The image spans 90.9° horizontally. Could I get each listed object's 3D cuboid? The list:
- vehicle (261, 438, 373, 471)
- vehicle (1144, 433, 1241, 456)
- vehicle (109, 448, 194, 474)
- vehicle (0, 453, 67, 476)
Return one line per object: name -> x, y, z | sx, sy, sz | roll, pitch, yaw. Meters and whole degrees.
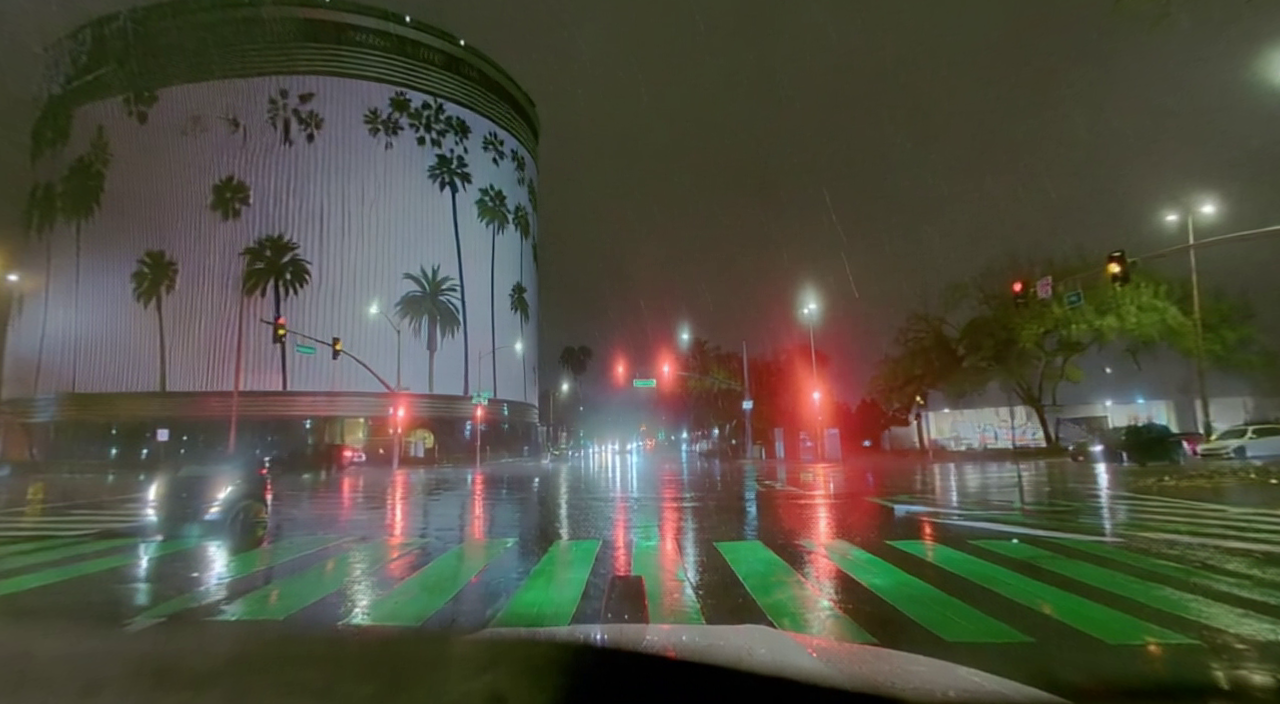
vehicle -> -19.194, 6.109, 37.659 | 5.477, 1.880, 2.125 | 0, -8, 1
vehicle -> 36.152, 6.043, 41.305 | 4.606, 1.449, 1.687 | 0, -8, 2
vehicle -> -33.074, 7.395, 42.752 | 4.136, 1.661, 1.857 | 0, -8, 1
vehicle -> -41.663, 7.606, 42.768 | 3.698, 1.508, 1.779 | 0, -8, 1
